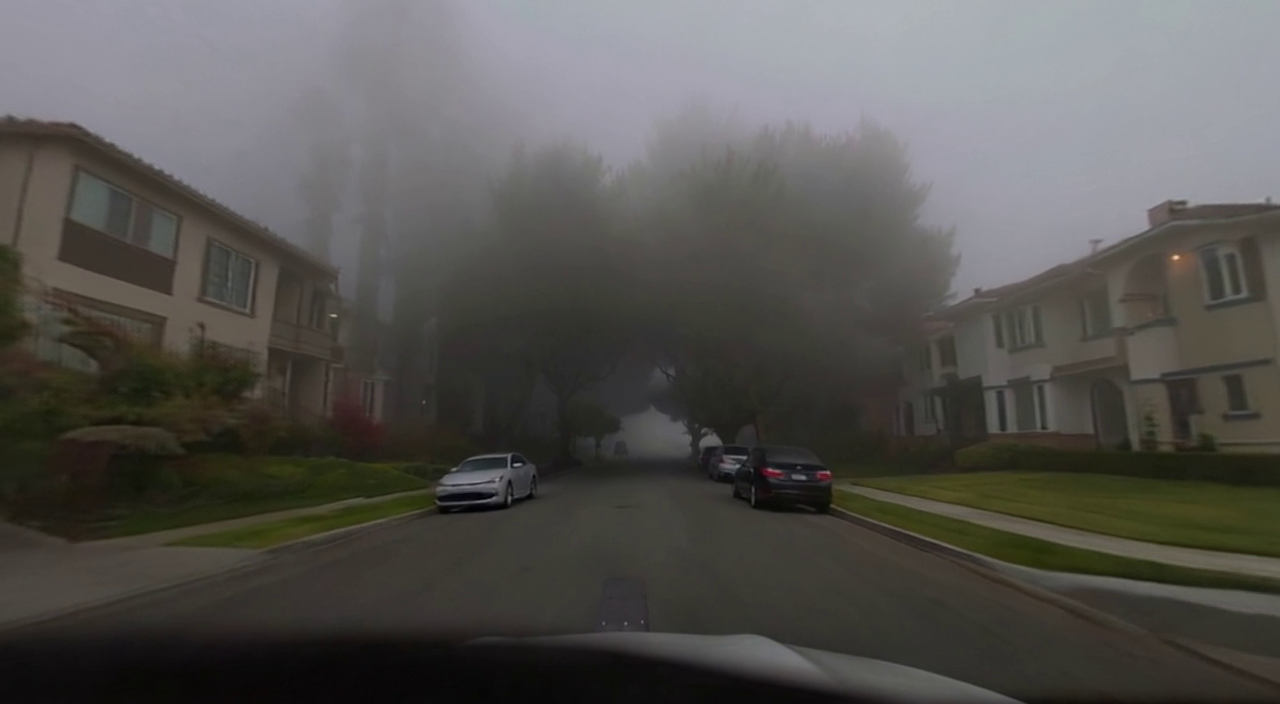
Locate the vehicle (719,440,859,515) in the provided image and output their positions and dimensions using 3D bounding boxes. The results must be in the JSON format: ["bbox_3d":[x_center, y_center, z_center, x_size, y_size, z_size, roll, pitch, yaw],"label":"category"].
[{"bbox_3d":[3.244,2.846,15.011,2.000,1.456,5.251,0,-8,-1],"label":"vehicle"}]

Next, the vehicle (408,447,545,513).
[{"bbox_3d":[-3.756,3.006,15.319,1.995,1.330,4.080,-1,-8,4],"label":"vehicle"}]
